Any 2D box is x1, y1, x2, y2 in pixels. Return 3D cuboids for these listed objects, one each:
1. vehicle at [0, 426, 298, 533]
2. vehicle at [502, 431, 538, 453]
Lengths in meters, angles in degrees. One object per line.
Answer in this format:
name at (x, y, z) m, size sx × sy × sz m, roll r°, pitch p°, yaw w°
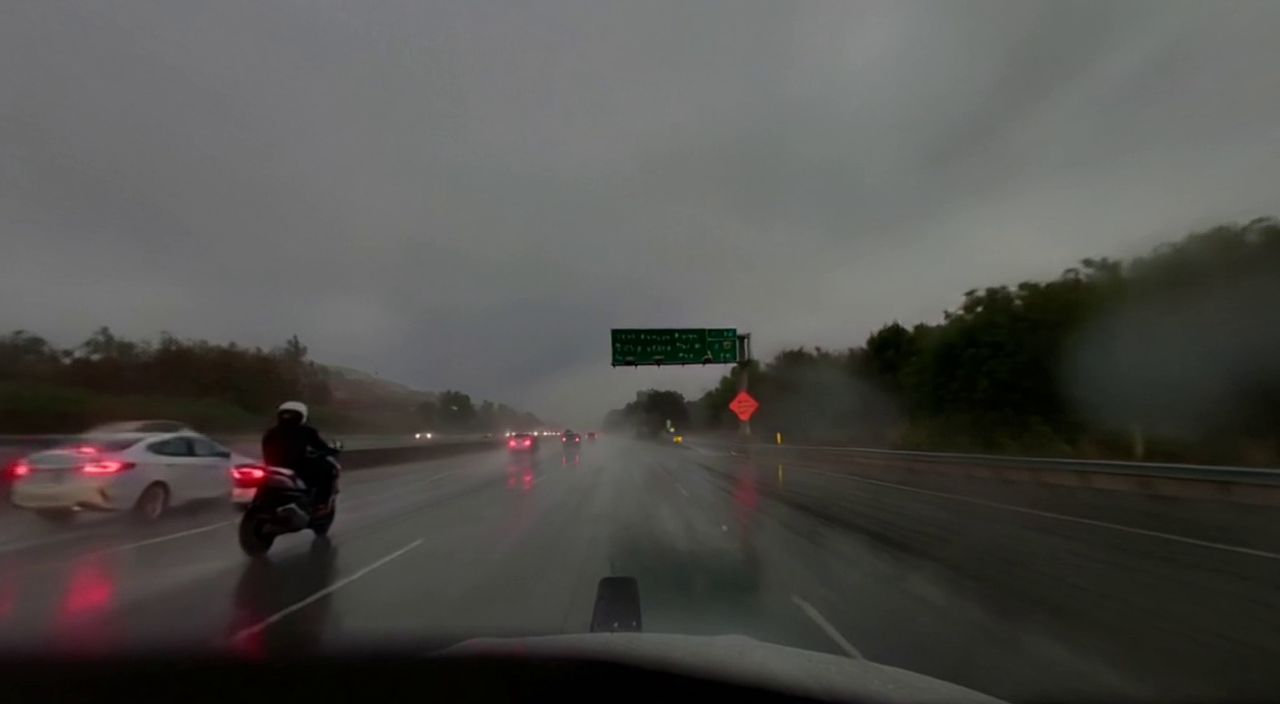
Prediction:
vehicle at (-8.121, 2.008, 10.755) m, size 2.053 × 1.409 × 4.704 m, roll 0°, pitch -8°, yaw -2°
vehicle at (-9.099, 6.852, 47.978) m, size 1.965 × 1.605 × 4.115 m, roll 0°, pitch -8°, yaw -1°
